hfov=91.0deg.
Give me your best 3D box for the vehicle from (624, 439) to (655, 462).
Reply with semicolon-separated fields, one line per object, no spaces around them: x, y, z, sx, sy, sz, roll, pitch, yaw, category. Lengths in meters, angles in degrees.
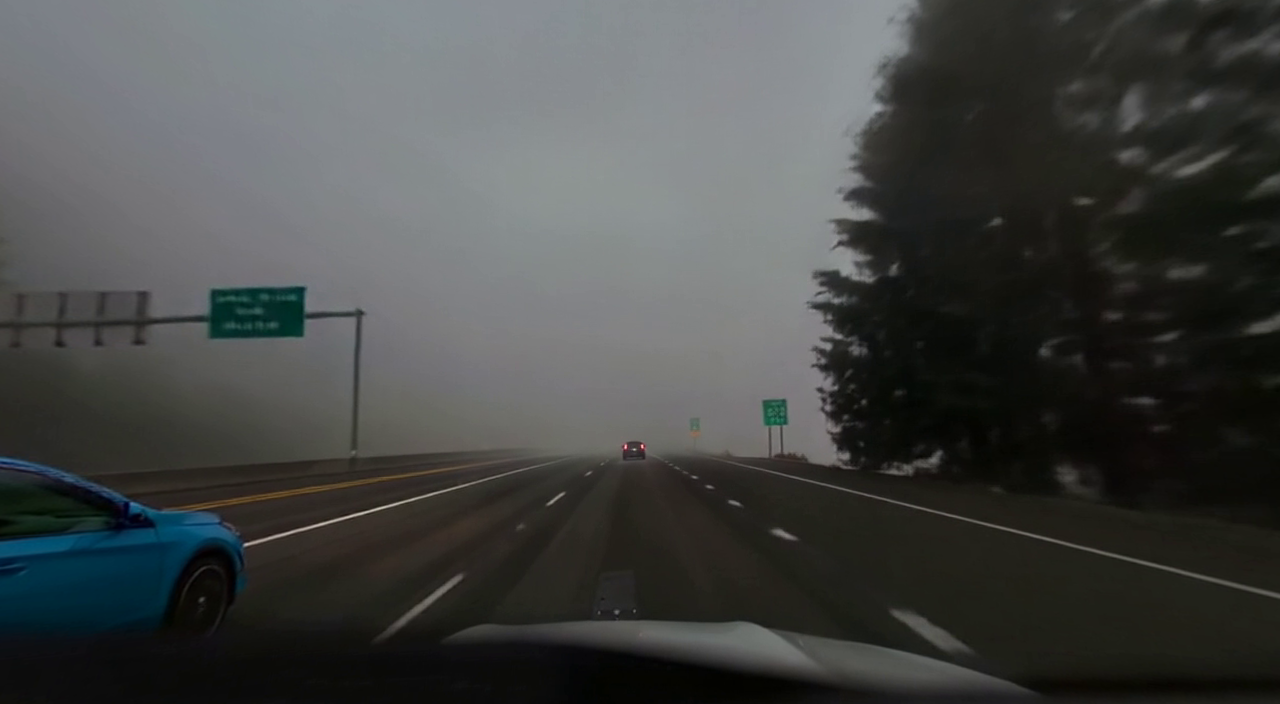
-0.057;6.717;43.029;2.028;1.440;3.690;0;-8;-1;vehicle
